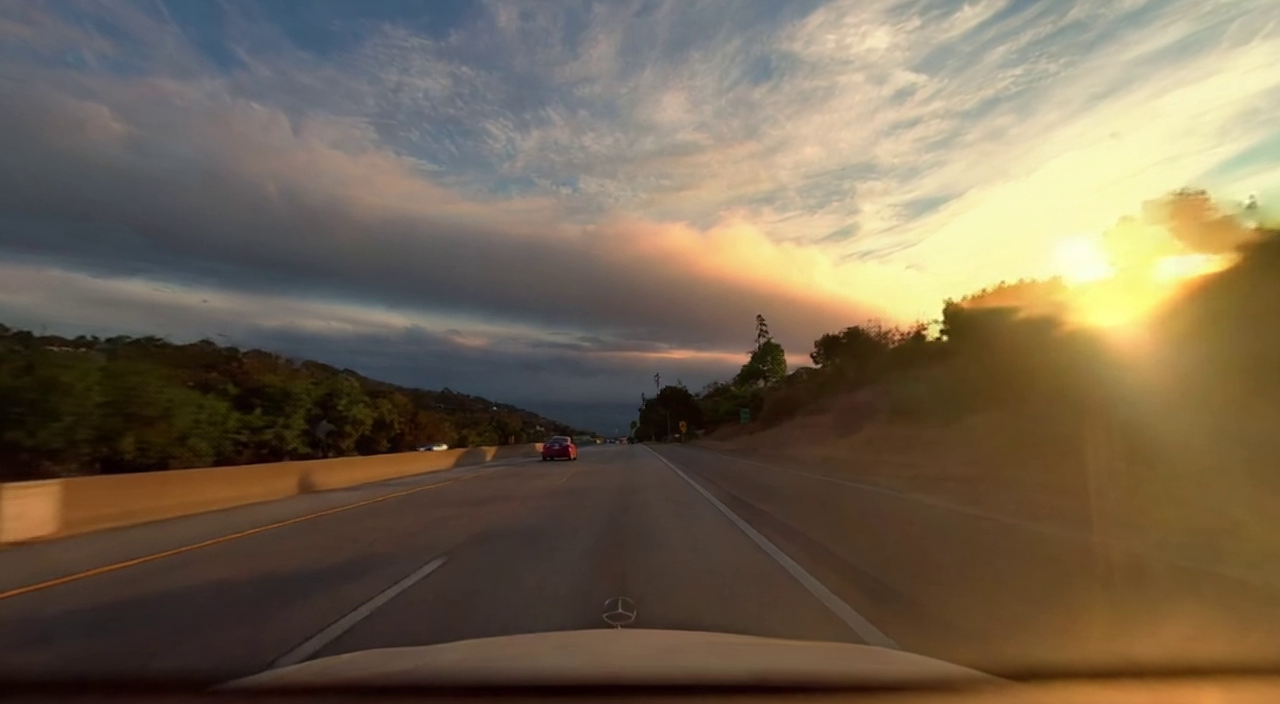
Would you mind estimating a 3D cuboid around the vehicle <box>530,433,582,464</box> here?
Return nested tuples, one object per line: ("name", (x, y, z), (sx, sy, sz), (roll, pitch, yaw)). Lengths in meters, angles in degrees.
("vehicle", (-4.237, 4.927, 32.333), (2.063, 1.496, 4.225), (0, -7, 0))
